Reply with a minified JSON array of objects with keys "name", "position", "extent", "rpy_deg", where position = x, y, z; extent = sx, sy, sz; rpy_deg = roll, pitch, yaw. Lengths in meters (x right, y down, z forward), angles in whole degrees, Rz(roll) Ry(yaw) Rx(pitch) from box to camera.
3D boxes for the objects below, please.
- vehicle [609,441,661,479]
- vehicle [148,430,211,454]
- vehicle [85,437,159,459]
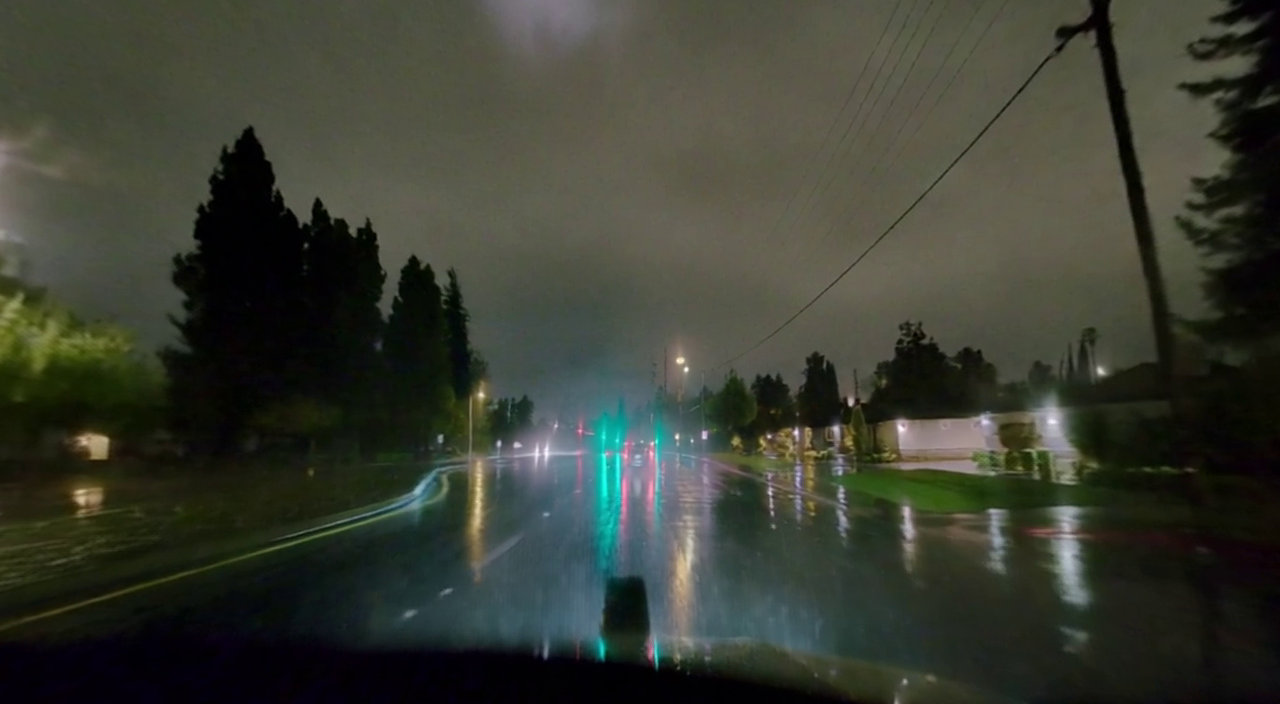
[{"name":"vehicle","position":[-0.178,4.495,26.600],"extent":[2.009,1.456,4.003],"rpy_deg":[0,-8,1]},{"name":"vehicle","position":[-35.144,6.845,48.156],"extent":[3.451,1.541,1.784],"rpy_deg":[3,-7,7]},{"name":"vehicle","position":[-35.077,6.506,42.702],"extent":[3.471,1.391,1.625],"rpy_deg":[0,-8,-1]}]
